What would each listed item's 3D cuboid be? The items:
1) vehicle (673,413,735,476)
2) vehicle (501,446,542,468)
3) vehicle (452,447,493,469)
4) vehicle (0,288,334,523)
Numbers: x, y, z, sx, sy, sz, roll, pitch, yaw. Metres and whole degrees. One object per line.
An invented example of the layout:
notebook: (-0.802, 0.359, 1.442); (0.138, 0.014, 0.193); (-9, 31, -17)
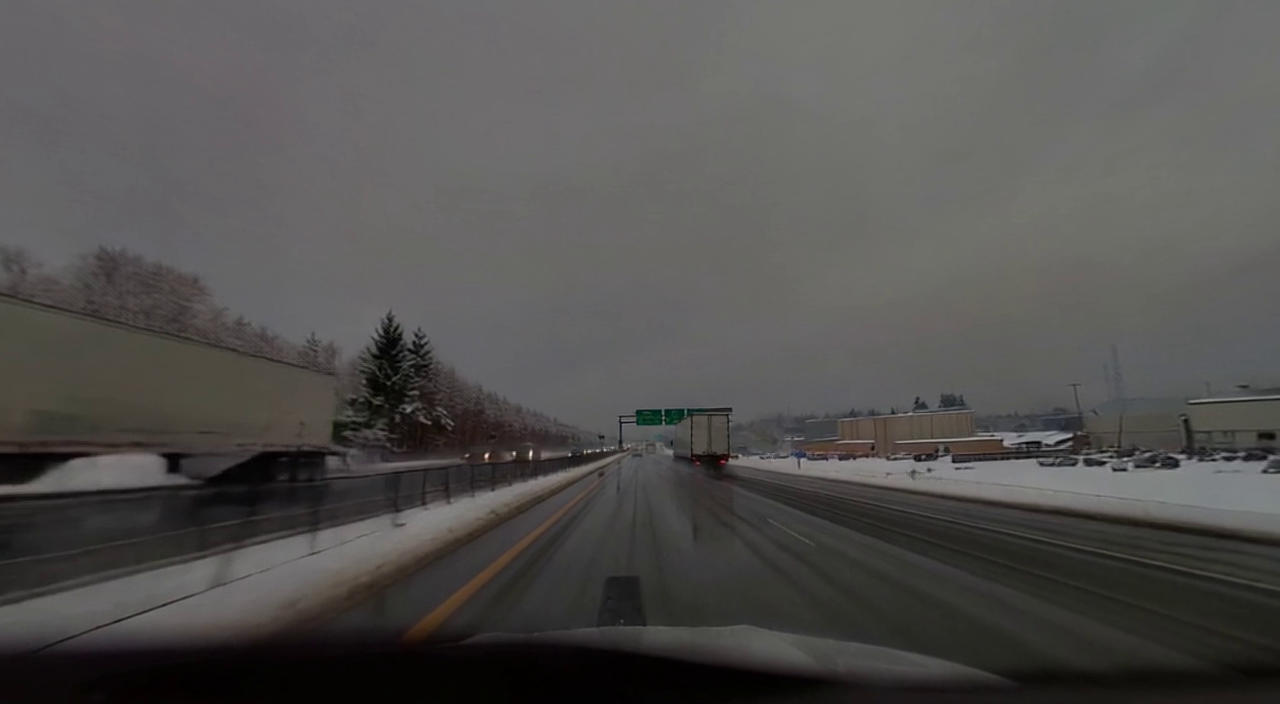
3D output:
vehicle: (4.523, 7.052, 48.109); (3.038, 4.047, 13.741); (0, -8, -1)
vehicle: (-8.896, 7.935, 47.651); (2.213, 1.567, 4.564); (0, -9, 1)
vehicle: (-12.568, 7.972, 47.601); (1.909, 1.583, 4.285); (0, -9, 0)
vehicle: (-12.656, 1.612, 15.476); (2.951, 4.056, 14.865); (0, -9, 0)
